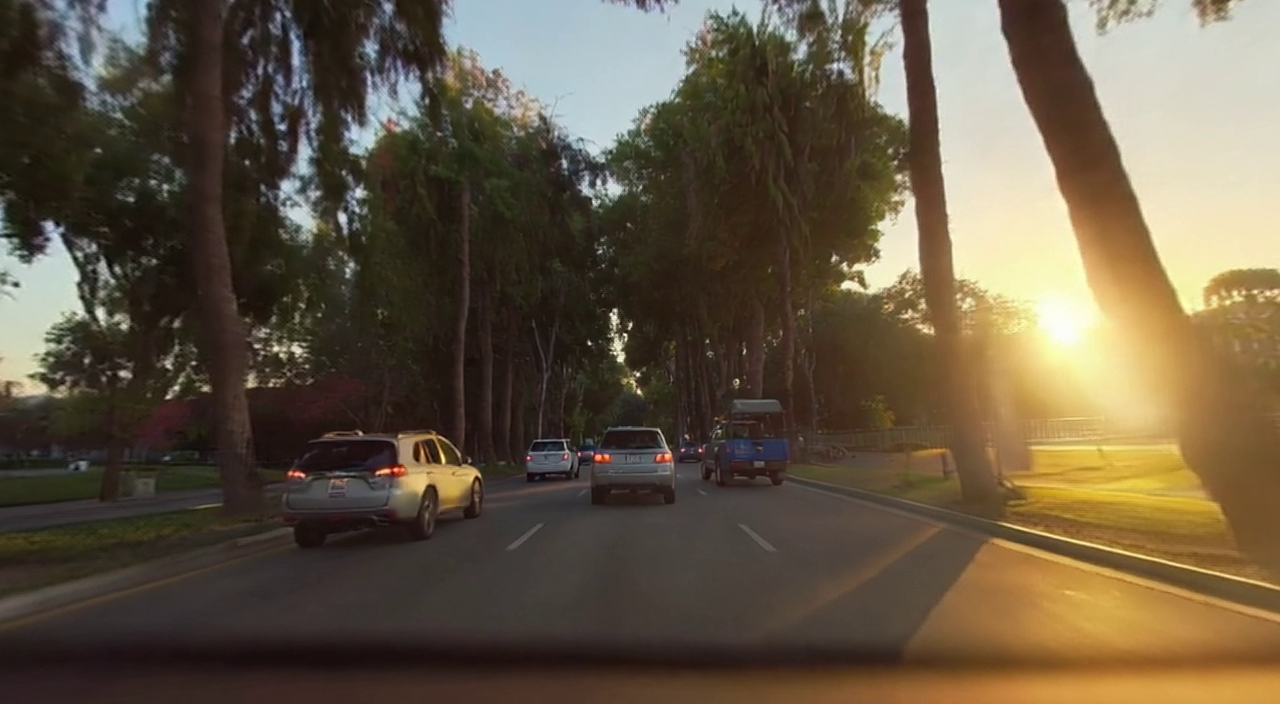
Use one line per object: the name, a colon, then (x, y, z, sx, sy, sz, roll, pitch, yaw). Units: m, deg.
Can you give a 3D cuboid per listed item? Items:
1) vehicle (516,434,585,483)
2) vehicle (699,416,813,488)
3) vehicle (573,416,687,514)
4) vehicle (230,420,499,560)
vehicle: (-3.237, 3.929, 23.527, 1.894, 1.642, 3.861, 0, -8, 1)
vehicle: (3.624, 3.312, 21.189, 2.655, 2.054, 6.098, 0, -8, 0)
vehicle: (-0.155, 2.370, 13.638, 2.075, 1.770, 4.018, 0, -8, 1)
vehicle: (-3.756, 1.959, 9.777, 1.959, 1.614, 4.676, 0, -8, 1)
